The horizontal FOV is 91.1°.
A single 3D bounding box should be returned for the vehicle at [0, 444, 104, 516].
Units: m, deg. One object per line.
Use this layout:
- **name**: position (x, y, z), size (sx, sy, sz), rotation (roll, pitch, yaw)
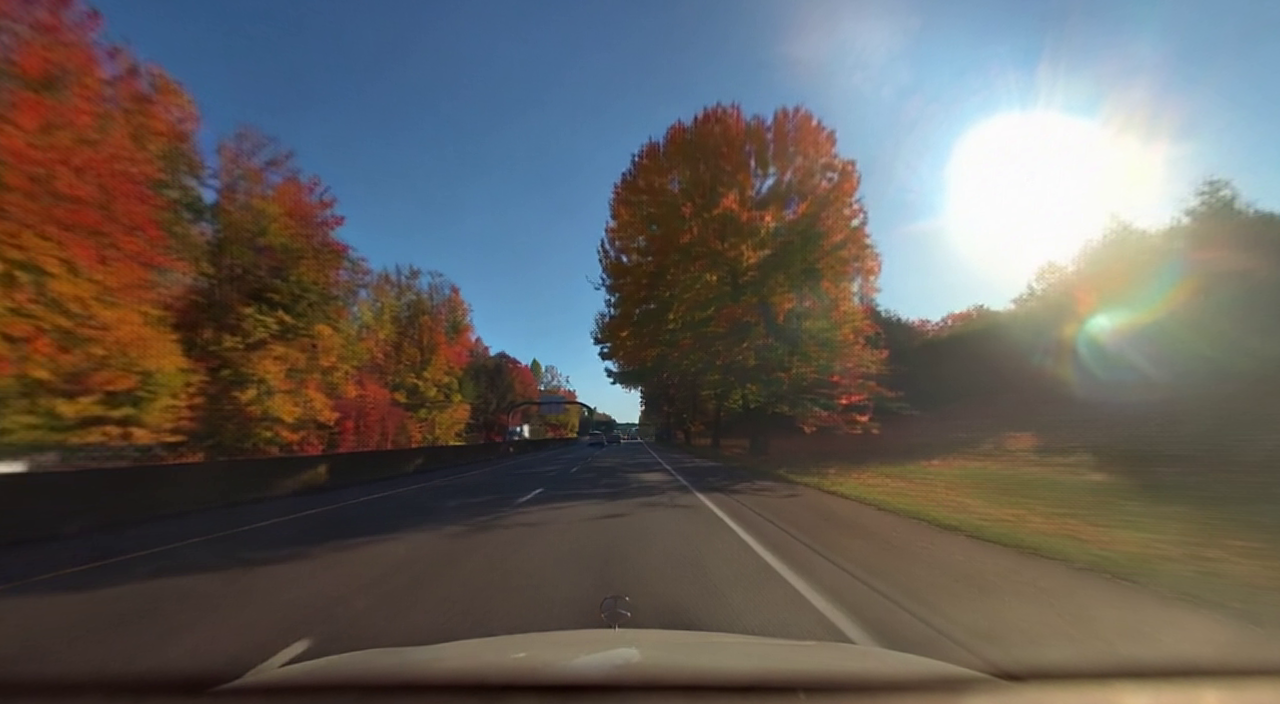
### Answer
- **vehicle**: position (-14.876, 2.750, 13.461), size (2.276, 1.502, 5.178), rotation (0, -8, -1)
